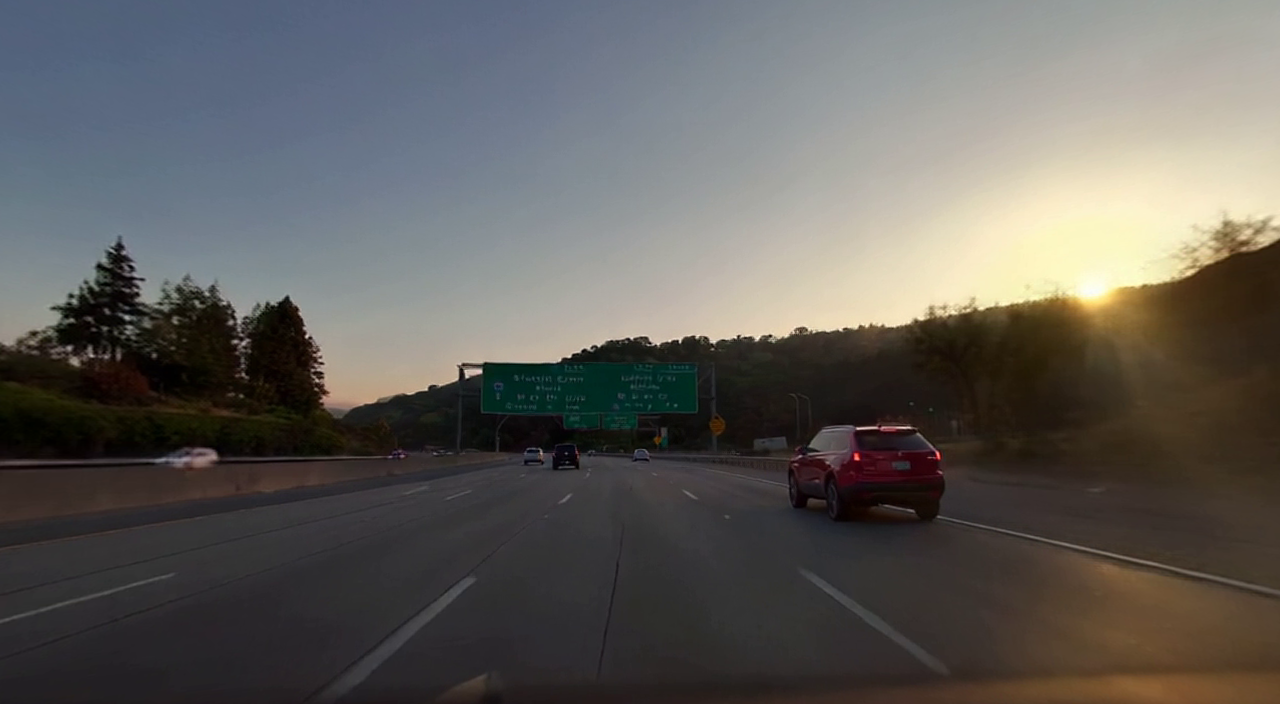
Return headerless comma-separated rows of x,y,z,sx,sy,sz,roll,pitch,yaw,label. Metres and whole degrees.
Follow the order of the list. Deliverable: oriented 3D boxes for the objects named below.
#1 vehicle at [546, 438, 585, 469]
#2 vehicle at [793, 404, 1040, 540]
-5.456,7.535,46.887,2.537,2.121,5.251,0,-9,-3,vehicle
4.509,2.061,11.421,2.103,1.903,4.837,0,-9,-2,vehicle
